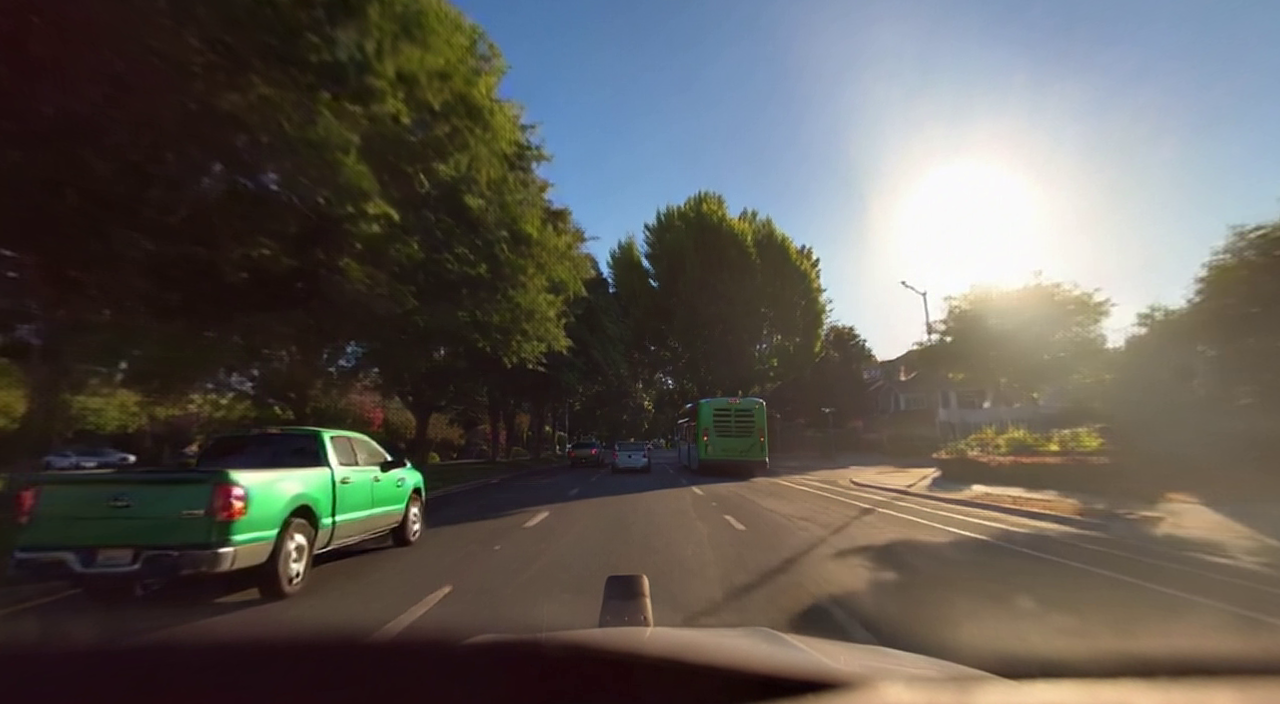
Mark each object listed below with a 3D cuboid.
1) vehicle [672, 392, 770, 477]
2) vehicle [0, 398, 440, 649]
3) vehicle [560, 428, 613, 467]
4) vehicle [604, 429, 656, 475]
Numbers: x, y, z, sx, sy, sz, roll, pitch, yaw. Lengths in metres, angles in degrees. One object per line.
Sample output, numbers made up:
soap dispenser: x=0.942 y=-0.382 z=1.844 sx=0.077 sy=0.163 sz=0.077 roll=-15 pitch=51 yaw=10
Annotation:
vehicle: x=3.442 y=4.090 z=30.718 sx=3.059 sy=3.264 sz=12.623 roll=0 pitch=-8 yaw=0
vehicle: x=-3.835 y=1.394 z=6.260 sx=2.109 sy=1.543 sz=4.535 roll=0 pitch=-8 yaw=1
vehicle: x=-2.939 y=5.468 z=36.203 sx=2.513 sy=2.066 sz=5.820 roll=0 pitch=-8 yaw=0
vehicle: x=-0.352 y=4.436 z=28.132 sx=2.074 sy=1.849 sz=5.137 roll=0 pitch=-8 yaw=1
